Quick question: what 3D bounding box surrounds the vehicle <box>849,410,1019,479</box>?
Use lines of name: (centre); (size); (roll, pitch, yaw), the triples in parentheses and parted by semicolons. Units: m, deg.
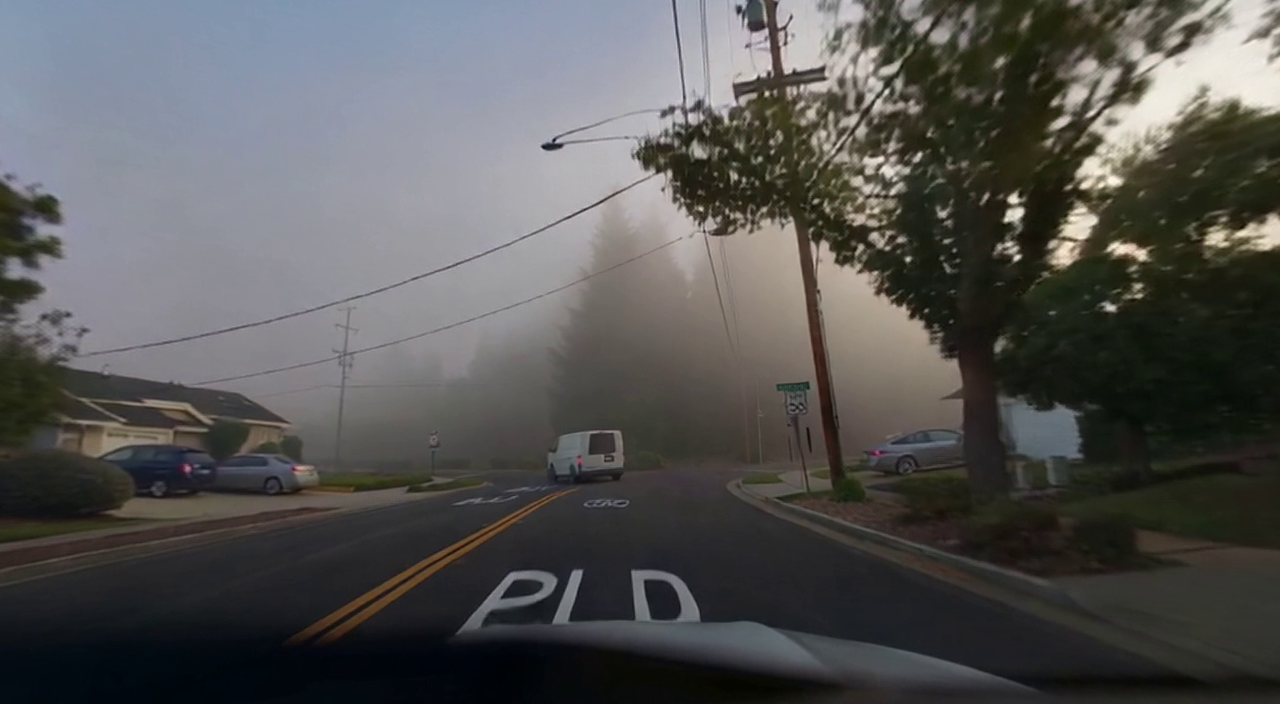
vehicle: (9.962, 3.196, 21.734); (4.658, 1.536, 2.090); (-9, -10, 1)

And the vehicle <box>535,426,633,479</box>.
vehicle: (-3.741, 6.374, 40.366); (2.929, 3.058, 7.559); (6, -10, -34)

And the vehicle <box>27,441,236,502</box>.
vehicle: (-16.398, 3.856, 20.632); (4.881, 1.828, 2.111); (0, -9, -2)

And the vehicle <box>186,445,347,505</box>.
vehicle: (-13.599, 4.568, 23.272); (4.550, 1.655, 2.143); (-5, -15, -1)
